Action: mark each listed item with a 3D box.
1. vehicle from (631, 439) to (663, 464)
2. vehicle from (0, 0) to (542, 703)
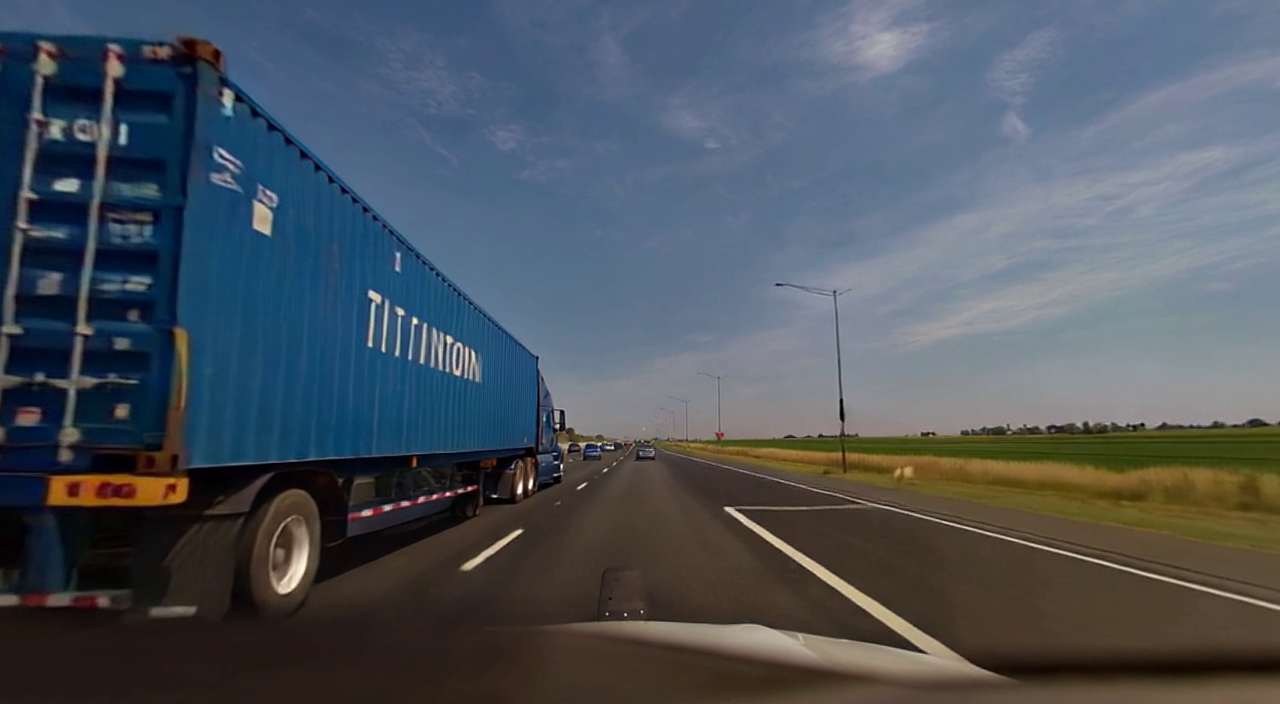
[{"bbox_3d":[0.479,7.154,45.485,2.136,1.718,4.157,0,-8,0],"label":"vehicle"},{"bbox_3d":[-3.951,0.566,8.811,2.840,4.032,13.388,0,-8,1],"label":"vehicle"}]
